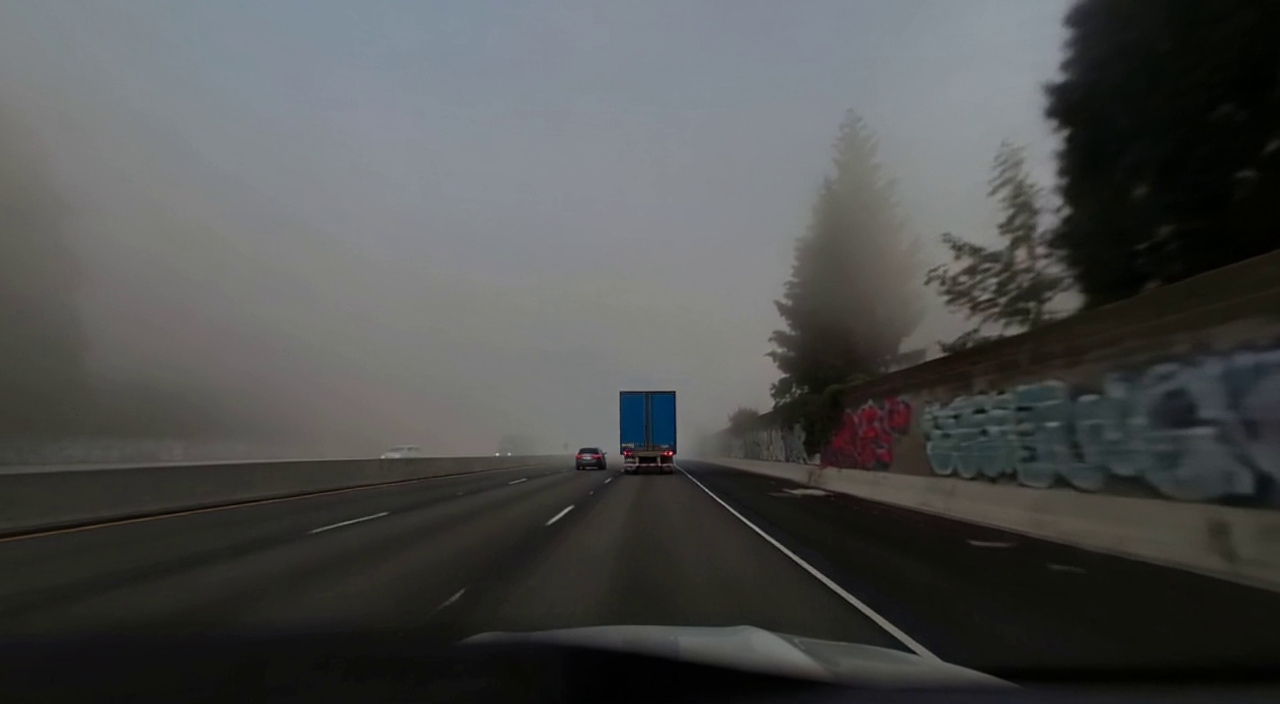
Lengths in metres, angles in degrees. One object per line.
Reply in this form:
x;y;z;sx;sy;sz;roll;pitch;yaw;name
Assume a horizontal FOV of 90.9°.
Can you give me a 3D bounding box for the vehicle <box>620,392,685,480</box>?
0.631;4.732;34.716;2.997;4.069;10.871;0;-9;0;vehicle
